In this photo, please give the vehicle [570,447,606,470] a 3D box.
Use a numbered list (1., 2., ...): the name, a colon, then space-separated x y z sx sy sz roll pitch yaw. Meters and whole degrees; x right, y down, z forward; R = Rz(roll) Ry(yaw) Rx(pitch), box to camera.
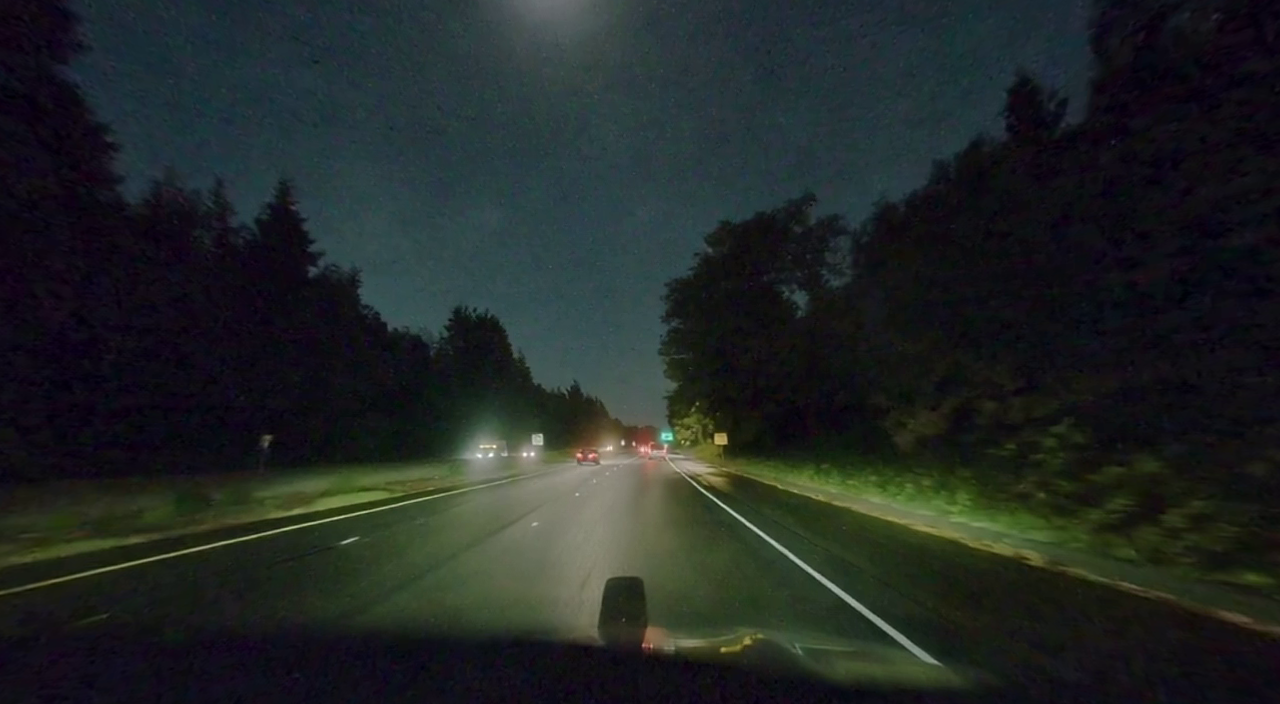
1. vehicle: -3.509 7.214 42.851 2.033 1.449 3.957 0 -9 1
